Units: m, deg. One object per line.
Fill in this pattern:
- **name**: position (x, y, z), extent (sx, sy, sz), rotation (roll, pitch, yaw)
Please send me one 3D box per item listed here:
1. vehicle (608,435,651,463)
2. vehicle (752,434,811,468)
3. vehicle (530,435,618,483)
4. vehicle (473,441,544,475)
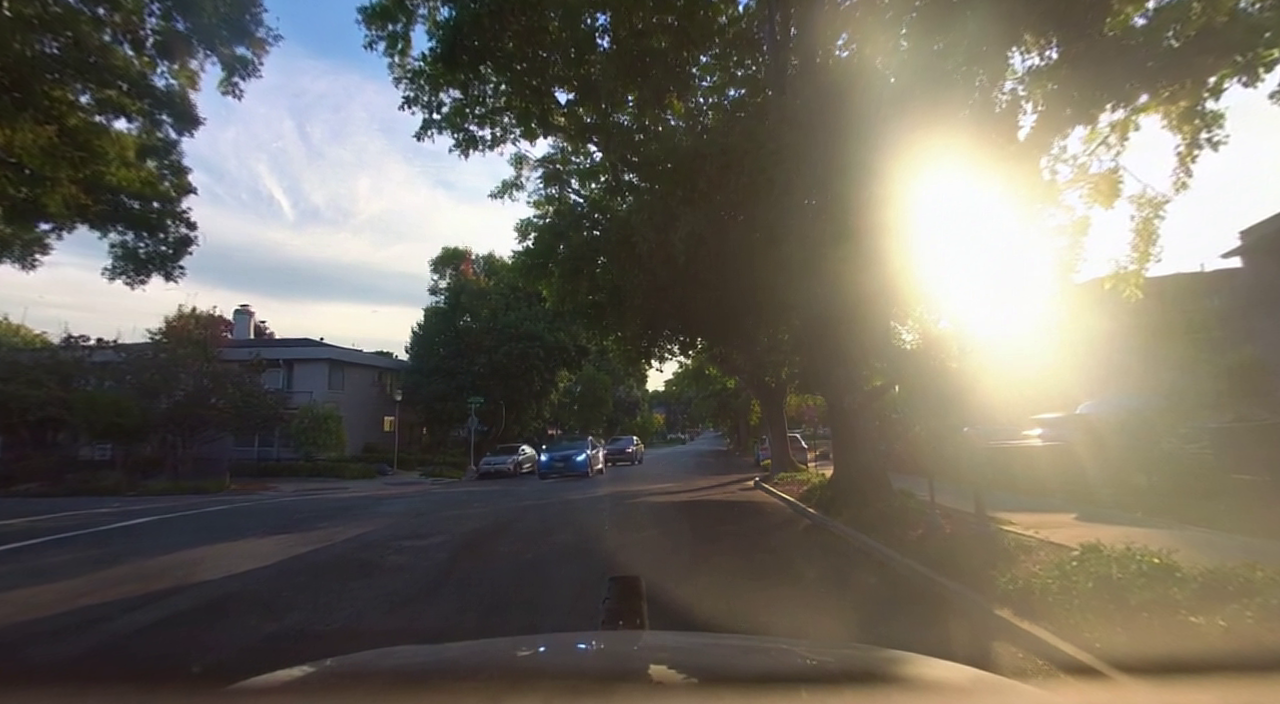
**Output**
- **vehicle**: position (-0.604, 6.201, 40.320), extent (2.110, 1.651, 4.410), rotation (-1, -9, 7)
- **vehicle**: position (6.690, 4.733, 30.380), extent (1.918, 1.461, 4.419), rotation (0, -8, 1)
- **vehicle**: position (-2.192, 3.757, 22.494), extent (2.056, 1.508, 4.596), rotation (-1, -9, 8)
- **vehicle**: position (-6.071, 4.970, 29.770), extent (1.968, 1.443, 4.358), rotation (-1, -9, 6)
